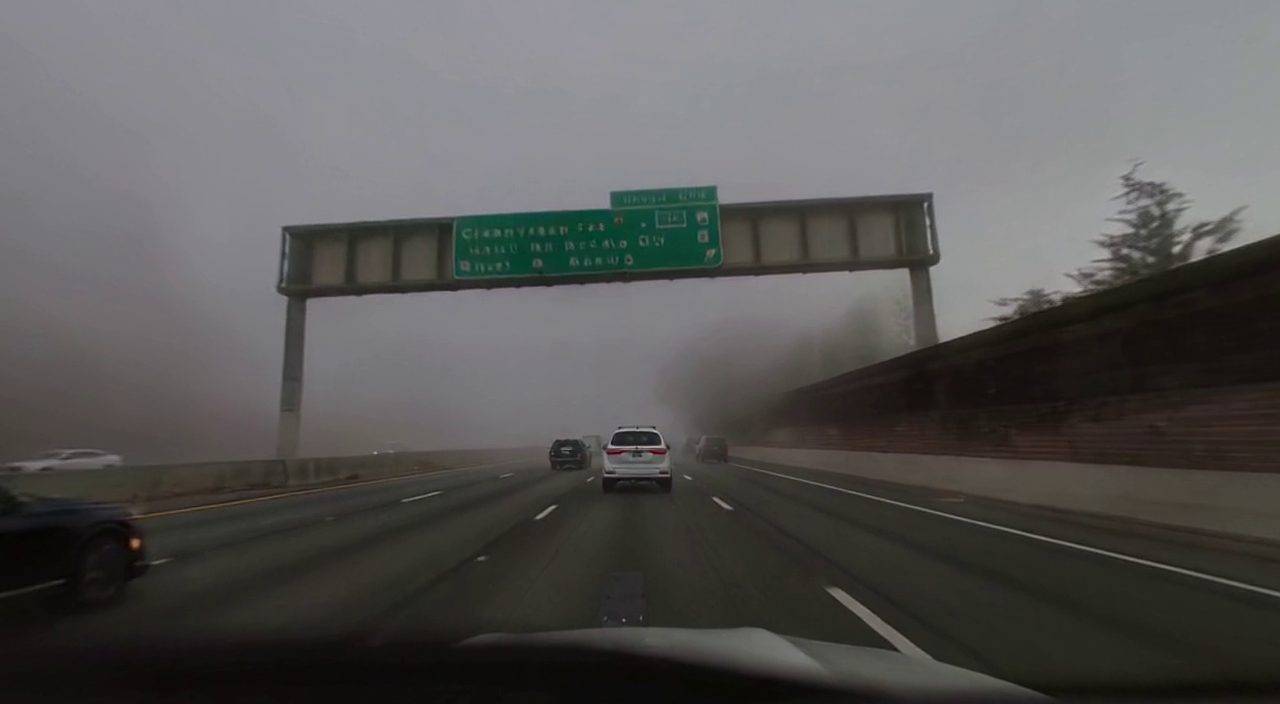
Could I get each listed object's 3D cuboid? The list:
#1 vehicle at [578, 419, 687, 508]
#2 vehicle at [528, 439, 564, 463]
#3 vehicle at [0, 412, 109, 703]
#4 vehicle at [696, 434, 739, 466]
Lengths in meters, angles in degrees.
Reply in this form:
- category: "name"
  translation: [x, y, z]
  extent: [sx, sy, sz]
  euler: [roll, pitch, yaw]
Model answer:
- category: "vehicle"
  translation: [-0.141, 2.595, 15.061]
  extent: [2.233, 1.804, 4.273]
  euler: [0, -9, 0]
- category: "vehicle"
  translation: [-7.040, 7.442, 47.625]
  extent: [2.024, 1.706, 4.249]
  euler: [0, -9, 1]
- category: "vehicle"
  translation: [-3.773, 0.747, 1.146]
  extent: [1.967, 1.442, 4.143]
  euler: [0, -9, 0]
- category: "vehicle"
  translation: [4.742, 6.052, 39.129]
  extent: [2.017, 1.847, 4.299]
  euler: [0, -9, -1]
